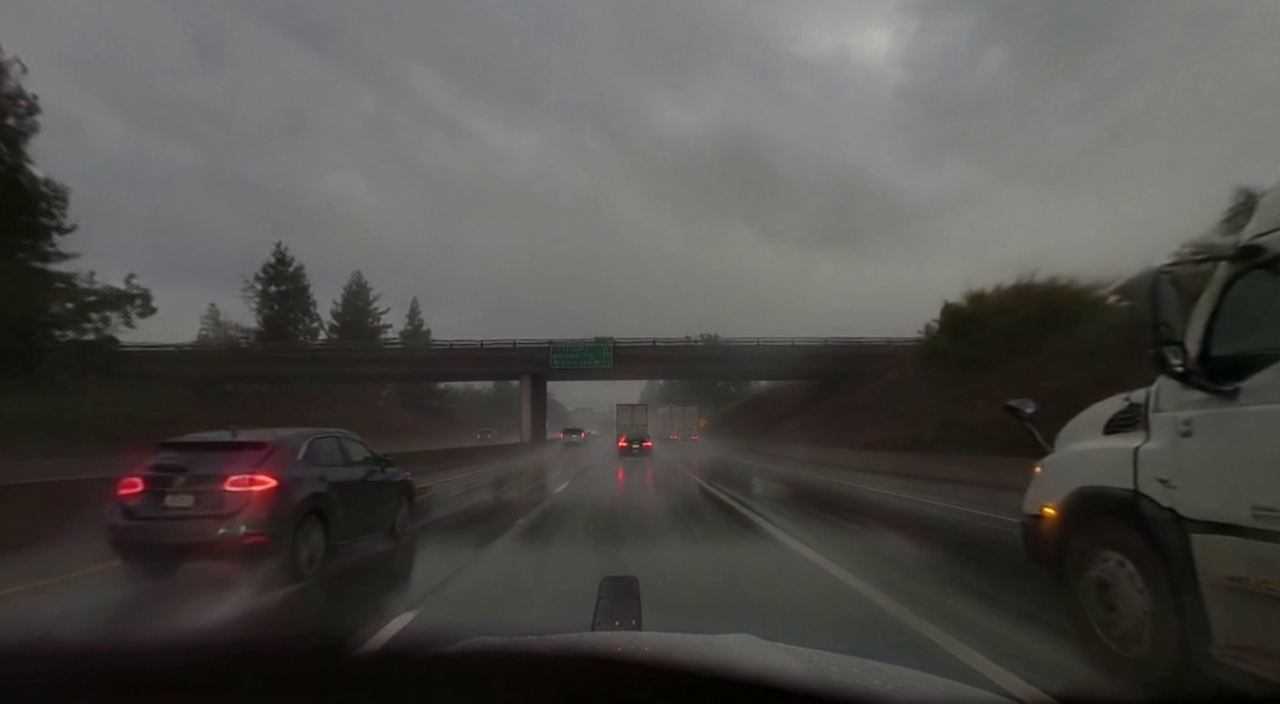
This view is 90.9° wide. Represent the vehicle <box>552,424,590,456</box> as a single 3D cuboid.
[{"bbox_3d":[-4.480,5.819,41.619,2.013,1.961,4.692,0,-8,0],"label":"vehicle"}]

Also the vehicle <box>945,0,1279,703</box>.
[{"bbox_3d":[3.899,-0.199,0.983,2.783,3.483,7.836,0,-8,-1],"label":"vehicle"}]

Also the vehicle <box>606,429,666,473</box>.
[{"bbox_3d":[-0.175,3.681,23.707,2.059,1.522,3.693,0,-8,-1],"label":"vehicle"}]

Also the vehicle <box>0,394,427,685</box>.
[{"bbox_3d":[-3.742,1.312,5.758,1.979,1.527,4.754,0,-8,-1],"label":"vehicle"}]
